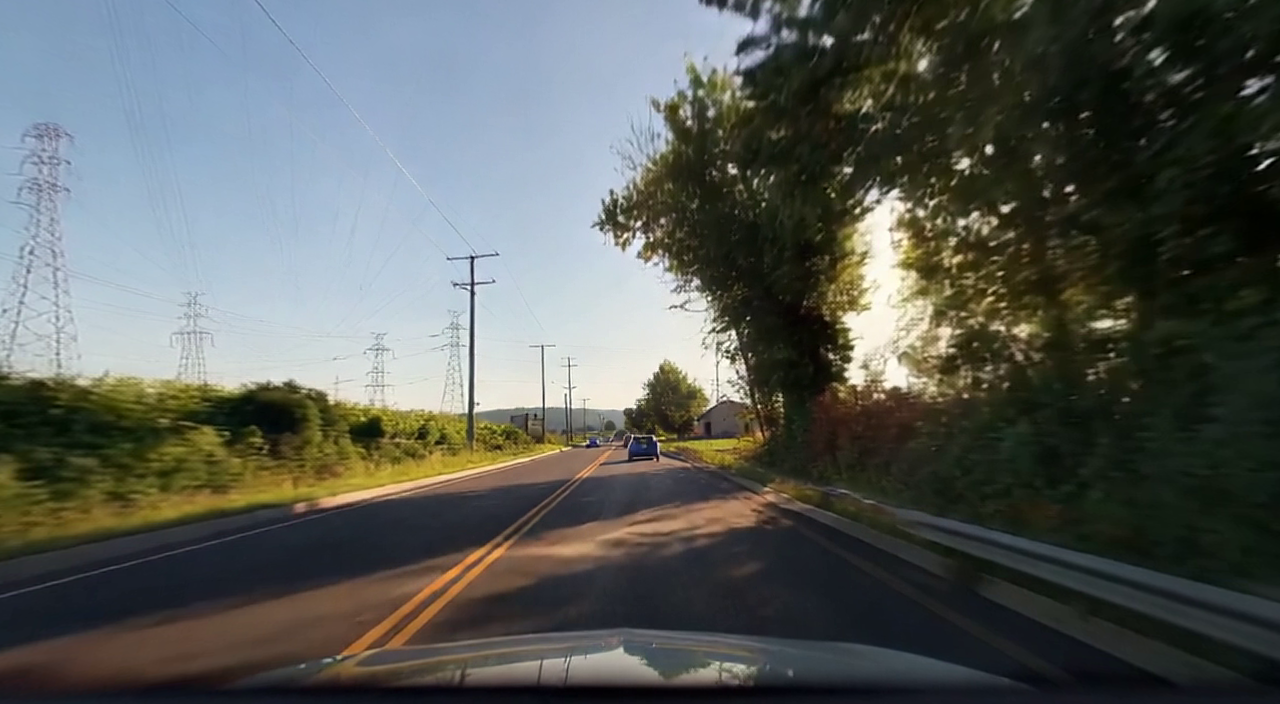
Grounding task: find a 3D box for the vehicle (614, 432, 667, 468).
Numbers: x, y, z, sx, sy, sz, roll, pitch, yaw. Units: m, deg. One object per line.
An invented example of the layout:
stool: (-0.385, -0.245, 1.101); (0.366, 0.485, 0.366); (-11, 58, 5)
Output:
vehicle: (-0.023, 4.387, 28.455); (2.241, 1.471, 3.829); (0, -8, -2)
